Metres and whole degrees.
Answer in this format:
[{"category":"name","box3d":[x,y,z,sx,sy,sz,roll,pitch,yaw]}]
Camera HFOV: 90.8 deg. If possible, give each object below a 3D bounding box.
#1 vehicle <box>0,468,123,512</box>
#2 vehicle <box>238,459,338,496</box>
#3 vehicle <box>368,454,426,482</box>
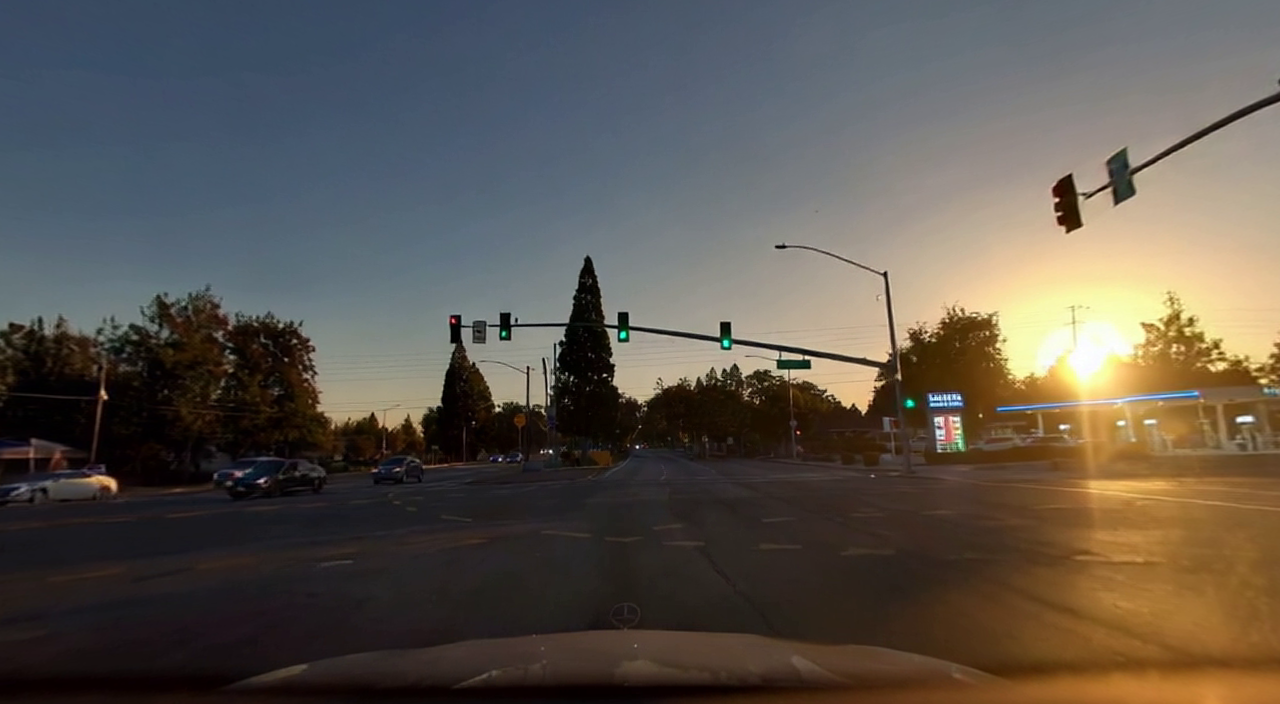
[{"category":"vehicle","box3d":[-24.530,5.687,26.435,1.895,1.483,4.790,0,-9,-3]},{"category":"vehicle","box3d":[-15.340,5.464,27.844,1.920,1.434,4.328,0,-9,0]},{"category":"vehicle","box3d":[-15.480,7.396,40.450,2.053,1.598,4.336,0,-9,-1]}]
